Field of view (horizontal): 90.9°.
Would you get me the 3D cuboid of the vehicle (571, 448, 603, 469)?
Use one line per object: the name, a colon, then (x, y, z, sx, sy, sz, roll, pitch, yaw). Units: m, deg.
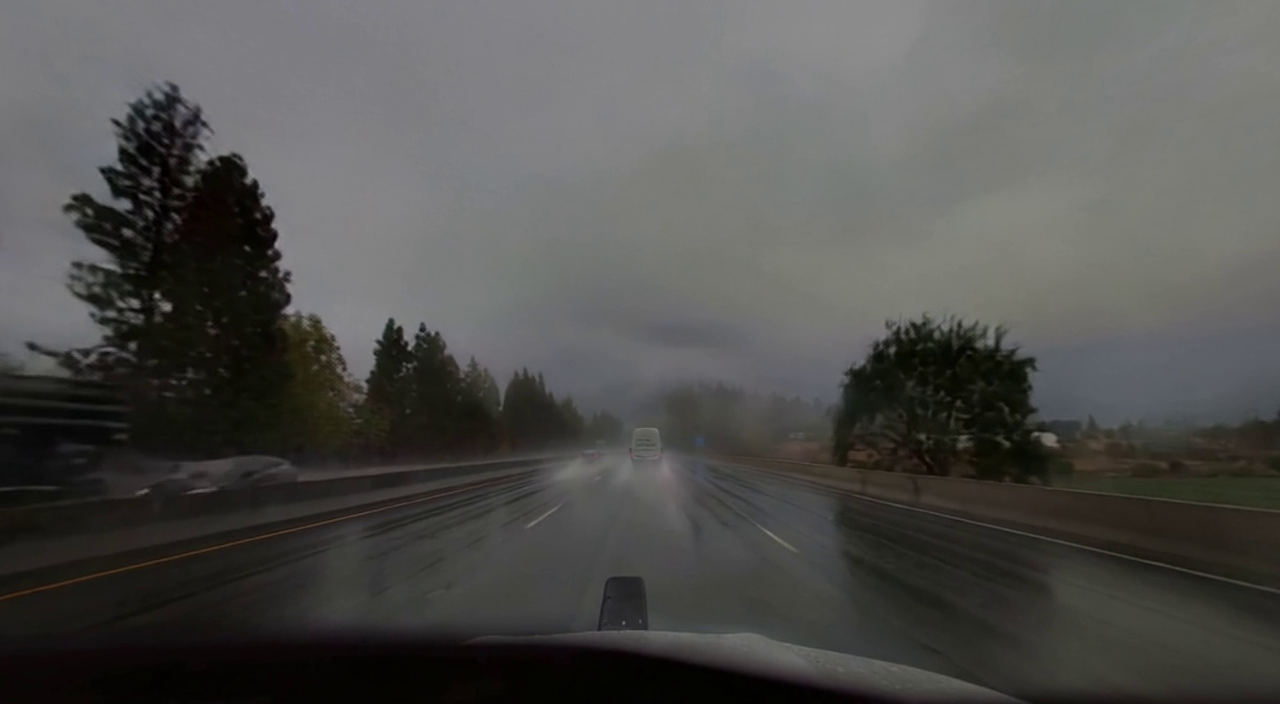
vehicle: (-3.856, 7.830, 46.636, 1.998, 1.460, 4.422, 0, -9, 0)

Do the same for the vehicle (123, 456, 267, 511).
vehicle: (-12.938, 3.804, 18.599, 1.676, 1.396, 3.459, 0, -9, 0)

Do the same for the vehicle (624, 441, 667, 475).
vehicle: (0.290, 5.706, 34.005, 2.172, 1.687, 3.929, 0, -9, 0)

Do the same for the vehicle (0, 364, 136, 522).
vehicle: (-17.243, 2.117, 14.676, 2.953, 3.833, 9.571, 0, -9, 0)
